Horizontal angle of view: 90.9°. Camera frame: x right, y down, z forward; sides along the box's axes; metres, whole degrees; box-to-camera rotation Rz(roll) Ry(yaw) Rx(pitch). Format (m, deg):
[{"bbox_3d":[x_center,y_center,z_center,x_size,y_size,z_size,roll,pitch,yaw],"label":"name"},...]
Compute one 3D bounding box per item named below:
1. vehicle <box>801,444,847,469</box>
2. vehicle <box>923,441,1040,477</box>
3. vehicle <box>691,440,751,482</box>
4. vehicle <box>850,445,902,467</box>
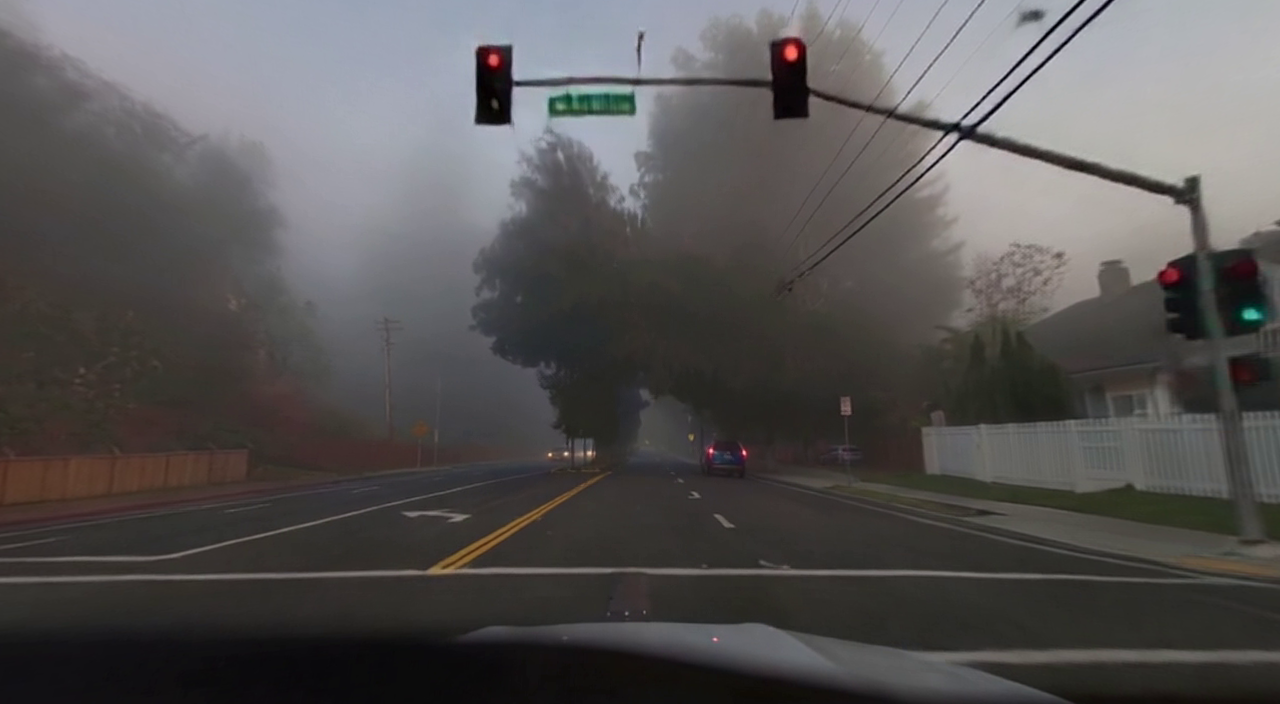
[{"bbox_3d":[12.469,7.106,43.024,1.970,1.561,4.725,-1,-9,3],"label":"vehicle"},{"bbox_3d":[15.411,4.826,28.616,4.135,1.558,1.929,0,-8,2],"label":"vehicle"},{"bbox_3d":[3.762,5.174,30.186,2.144,1.843,4.827,0,-9,-1],"label":"vehicle"},{"bbox_3d":[16.185,7.146,43.532,1.747,1.405,4.372,0,-9,-2],"label":"vehicle"}]
